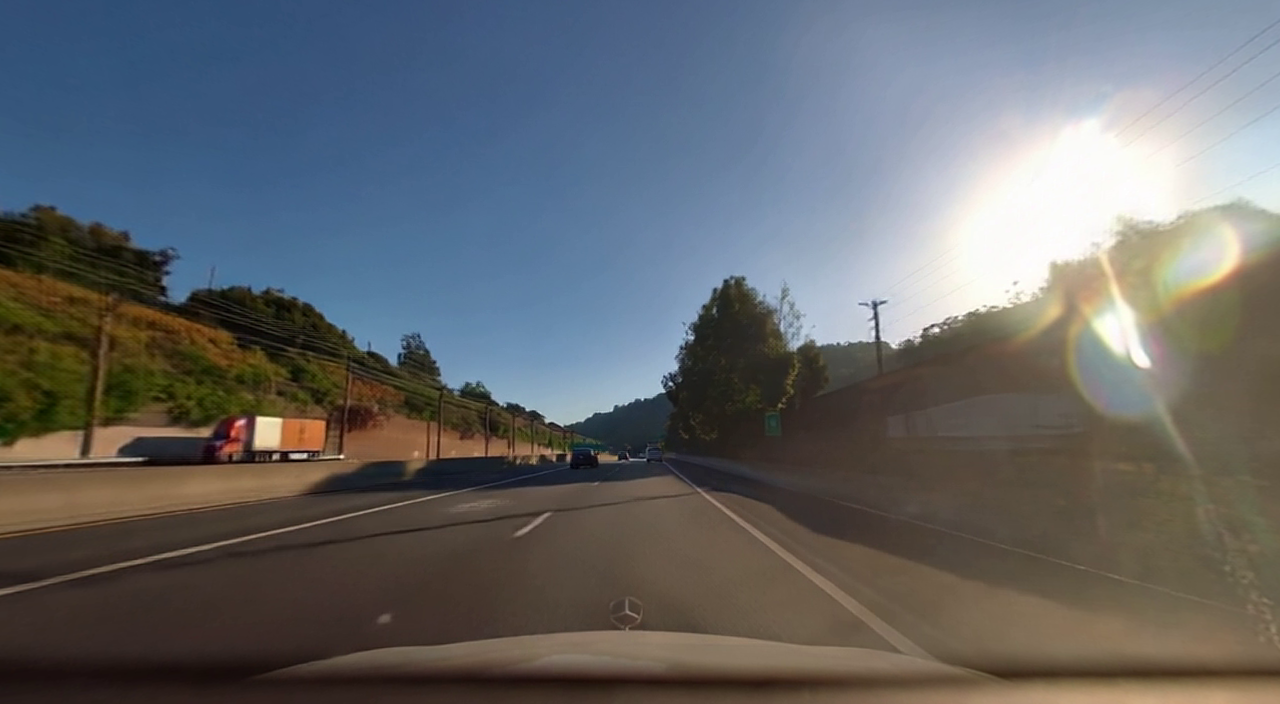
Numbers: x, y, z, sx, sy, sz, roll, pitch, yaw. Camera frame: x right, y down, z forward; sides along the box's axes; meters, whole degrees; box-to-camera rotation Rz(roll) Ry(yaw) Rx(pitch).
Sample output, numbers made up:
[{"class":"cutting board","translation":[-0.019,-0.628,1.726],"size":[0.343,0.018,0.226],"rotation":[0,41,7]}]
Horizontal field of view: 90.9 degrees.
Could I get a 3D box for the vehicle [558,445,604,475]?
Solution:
[{"class":"vehicle","translation":[-3.488,6.528,38.158],"size":[2.263,1.696,4.321],"rotation":[0,-9,2]}]
